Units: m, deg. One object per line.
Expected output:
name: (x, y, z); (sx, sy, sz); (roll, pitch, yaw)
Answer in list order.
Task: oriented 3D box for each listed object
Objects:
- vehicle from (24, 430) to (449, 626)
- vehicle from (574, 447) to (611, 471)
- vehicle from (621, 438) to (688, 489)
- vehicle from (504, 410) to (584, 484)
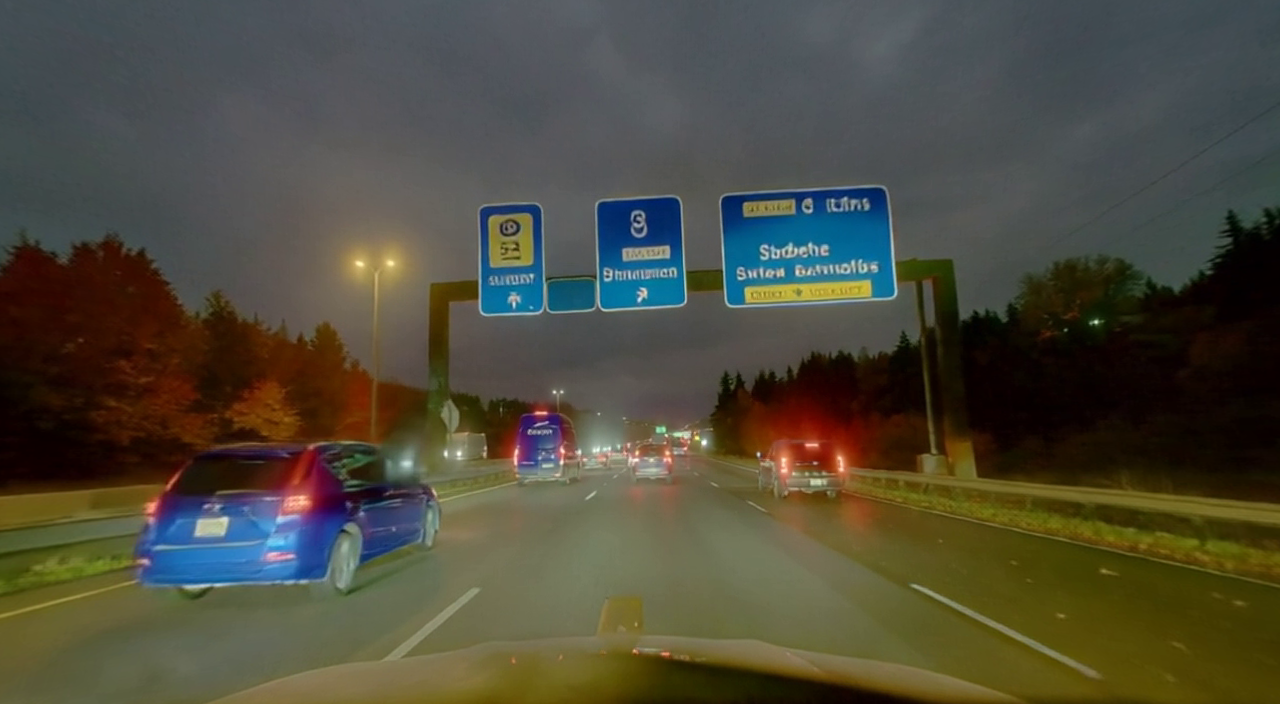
vehicle: (-3.729, 1.669, 6.879); (1.977, 1.485, 3.973); (0, -9, 0)
vehicle: (-3.136, 7.179, 42.190); (2.015, 1.496, 4.312); (-1, -9, 1)
vehicle: (0.511, 4.024, 22.916); (2.195, 1.679, 4.070); (0, -9, 1)
vehicle: (-3.780, 3.933, 25.973); (2.275, 2.692, 5.810); (0, -9, 1)
